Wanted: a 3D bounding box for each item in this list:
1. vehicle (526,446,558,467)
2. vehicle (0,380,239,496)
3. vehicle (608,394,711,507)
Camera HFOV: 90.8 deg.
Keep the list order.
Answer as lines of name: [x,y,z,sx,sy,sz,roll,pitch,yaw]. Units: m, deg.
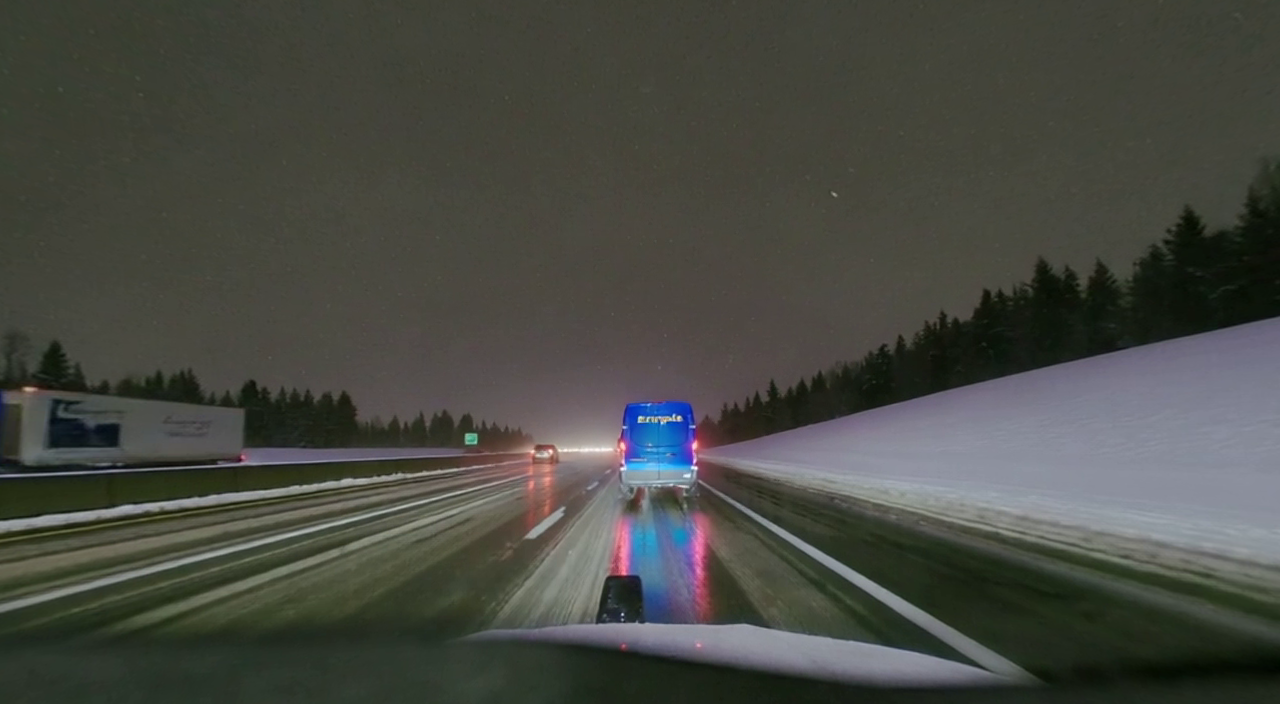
vehicle: [-7.484,8.017,48.551,1.829,1.518,3.776,0,-9,0]
vehicle: [-23.940,4.000,28.342,2.870,4.012,13.572,0,-9,0]
vehicle: [0.357,2.668,17.148,2.332,2.558,5.314,0,-9,-2]
